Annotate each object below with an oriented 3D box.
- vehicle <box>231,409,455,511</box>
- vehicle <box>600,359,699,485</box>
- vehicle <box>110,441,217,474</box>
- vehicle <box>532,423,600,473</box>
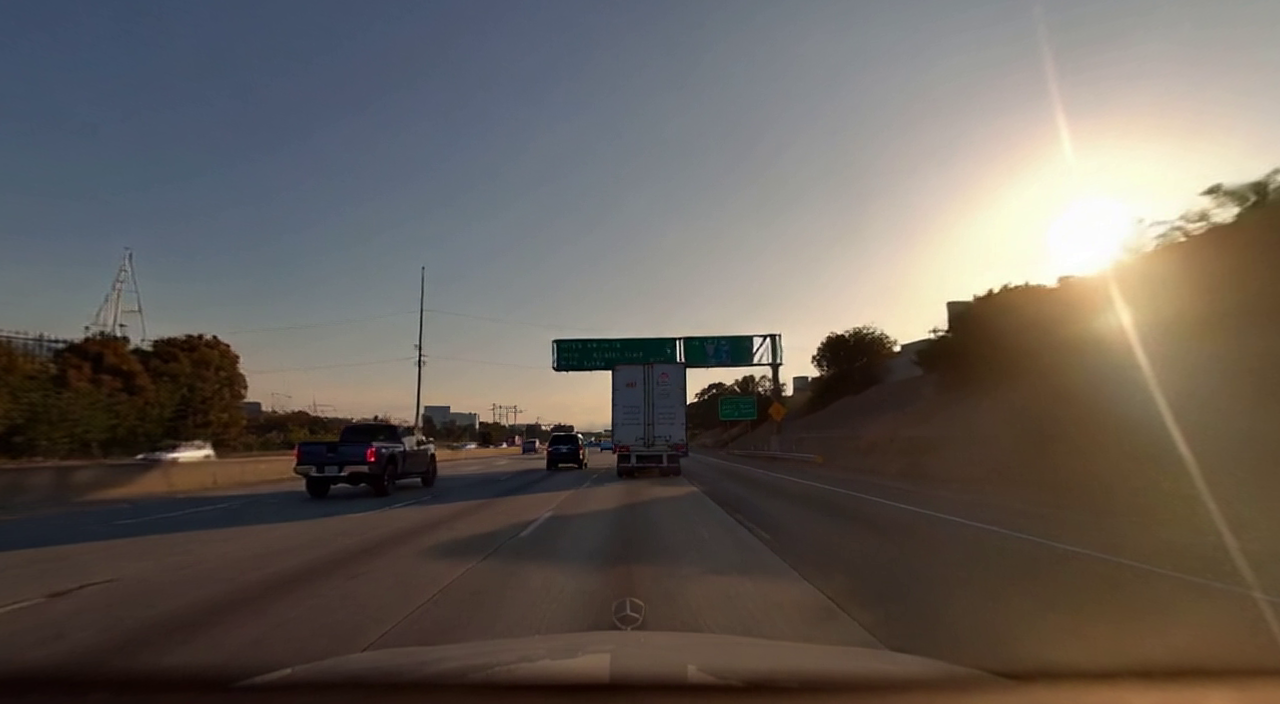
[{"bbox_3d":[-6.683,2.558,15.350,2.479,1.978,5.952,0,-9,1],"label":"vehicle"},{"bbox_3d":[0.255,2.824,24.014,2.941,3.794,9.851,0,-9,0],"label":"vehicle"},{"bbox_3d":[-24.483,5.423,32.652,1.936,1.605,4.646,0,-9,0],"label":"vehicle"},{"bbox_3d":[-3.305,4.485,29.507,2.379,2.075,6.169,0,-9,0],"label":"vehicle"}]
